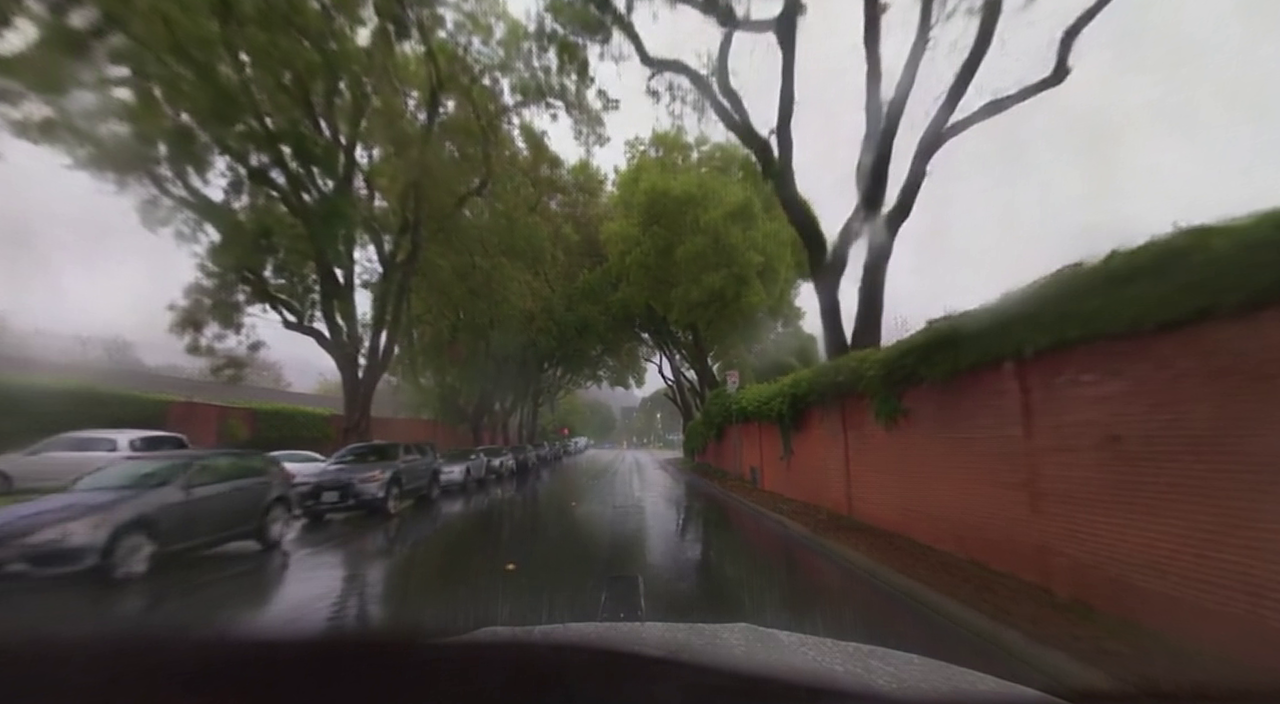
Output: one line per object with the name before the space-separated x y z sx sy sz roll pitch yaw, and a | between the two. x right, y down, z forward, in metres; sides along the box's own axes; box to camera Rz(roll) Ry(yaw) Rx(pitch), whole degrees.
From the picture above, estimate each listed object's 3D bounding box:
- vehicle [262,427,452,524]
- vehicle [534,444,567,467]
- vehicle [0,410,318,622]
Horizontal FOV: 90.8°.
vehicle | -6.256 2.741 14.844 1.976 1.805 5.123 1 -8 1
vehicle | -6.644 7.708 47.425 1.952 1.514 4.630 1 -8 -2
vehicle | -6.357 1.748 7.985 2.009 1.820 4.821 1 -8 0
